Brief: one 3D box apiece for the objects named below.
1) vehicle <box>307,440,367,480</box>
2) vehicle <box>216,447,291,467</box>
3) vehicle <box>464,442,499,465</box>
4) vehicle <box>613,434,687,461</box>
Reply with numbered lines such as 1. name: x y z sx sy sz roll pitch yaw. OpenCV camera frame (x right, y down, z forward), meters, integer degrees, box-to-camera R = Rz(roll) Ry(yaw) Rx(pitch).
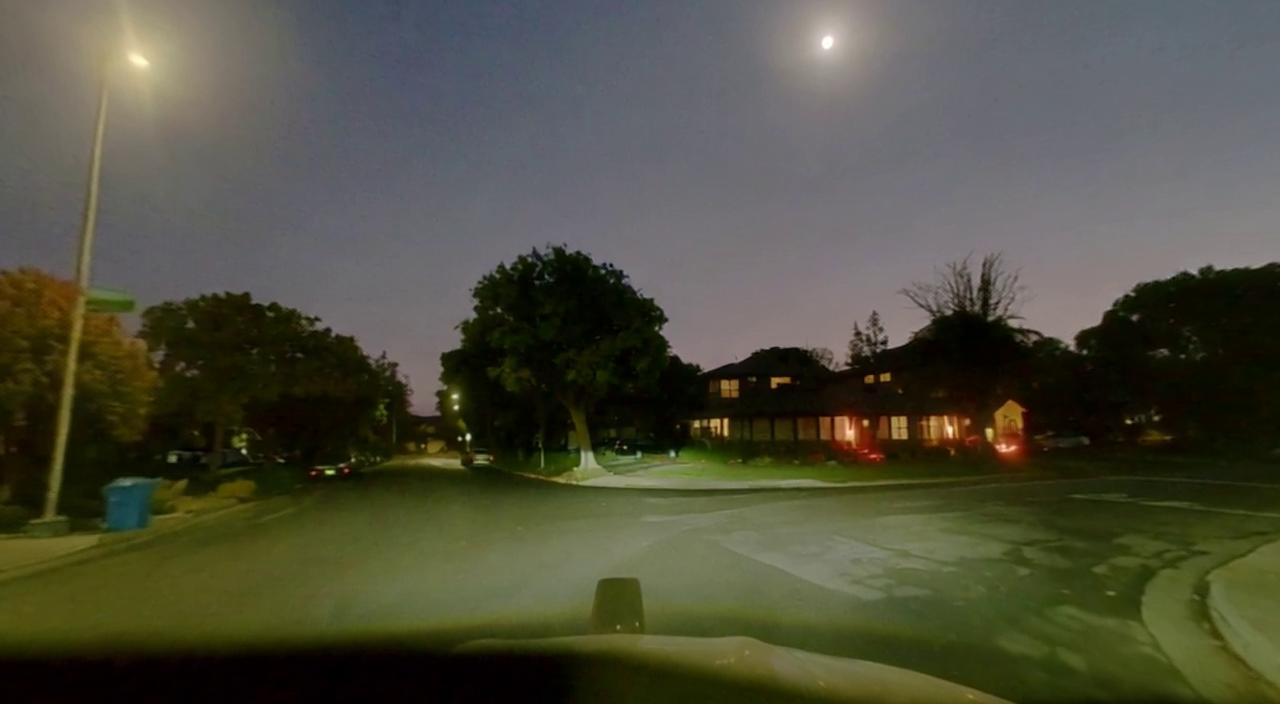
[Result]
1. vehicle: -15.464 5.505 32.476 2.152 1.826 4.725 3 -9 -19
2. vehicle: -29.532 8.029 48.405 4.526 1.487 1.766 3 -9 -18
3. vehicle: -12.081 7.696 47.933 2.109 1.676 4.037 3 -9 -19
4. vehicle: 0.624 6.002 39.821 4.241 1.597 1.833 3 -9 -19
